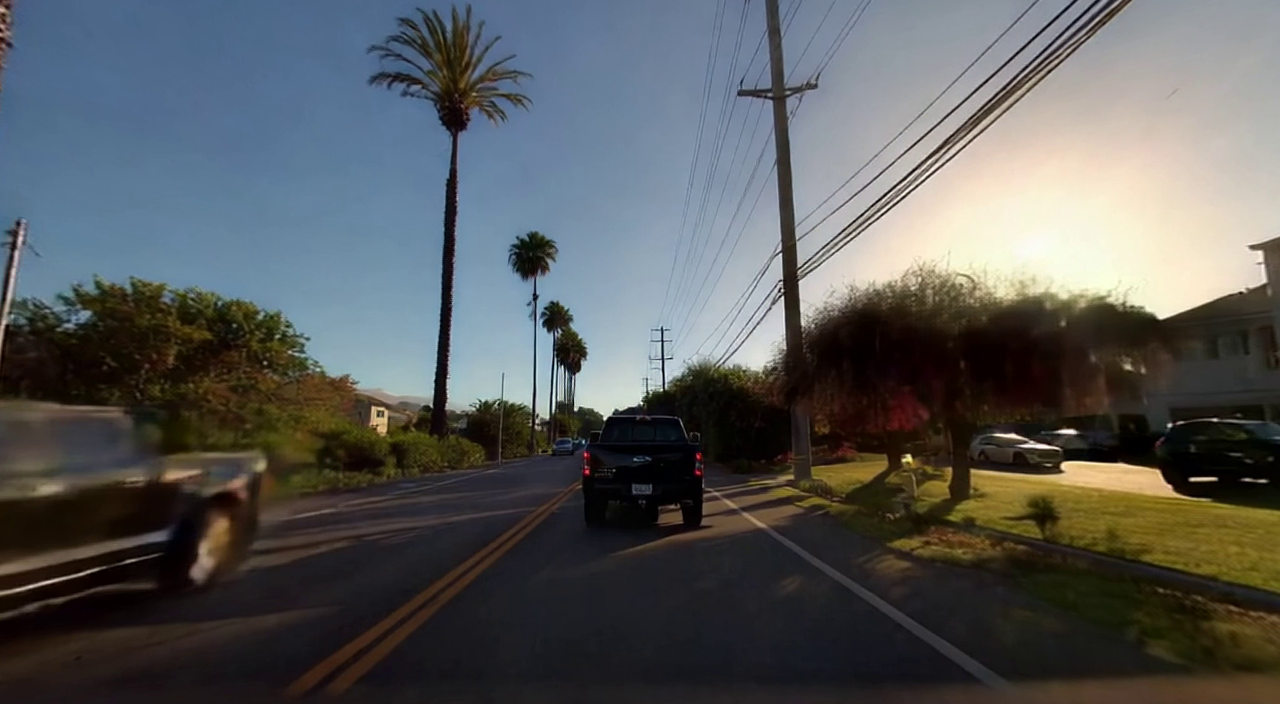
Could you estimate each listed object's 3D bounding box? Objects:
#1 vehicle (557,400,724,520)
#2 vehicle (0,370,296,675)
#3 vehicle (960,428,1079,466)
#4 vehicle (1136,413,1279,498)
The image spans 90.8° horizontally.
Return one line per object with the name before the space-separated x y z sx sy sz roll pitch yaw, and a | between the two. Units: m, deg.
vehicle | 0.017 2.293 13.880 2.848 2.047 5.885 0 -8 0
vehicle | -4.970 1.107 4.341 2.271 1.798 5.412 0 -8 -1
vehicle | 20.350 5.158 34.376 2.277 1.836 6.267 0 -9 -4
vehicle | 16.115 2.765 17.112 2.338 1.917 6.076 -3 -9 20
